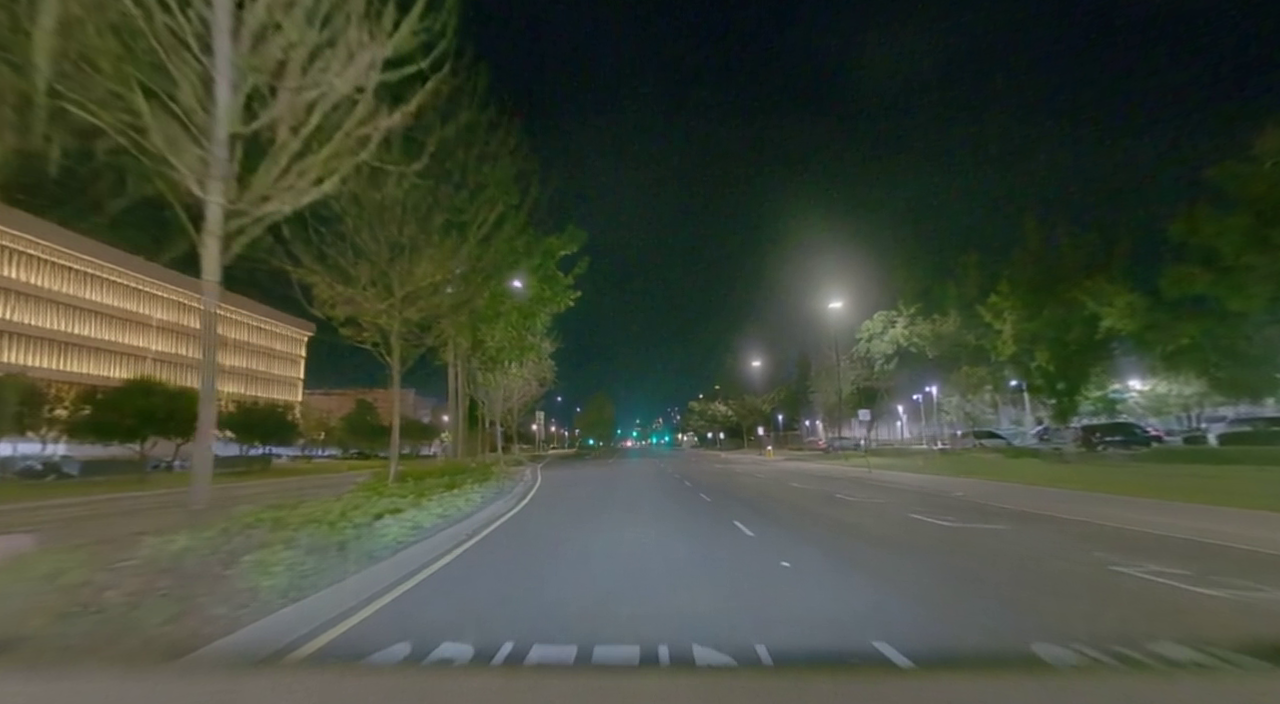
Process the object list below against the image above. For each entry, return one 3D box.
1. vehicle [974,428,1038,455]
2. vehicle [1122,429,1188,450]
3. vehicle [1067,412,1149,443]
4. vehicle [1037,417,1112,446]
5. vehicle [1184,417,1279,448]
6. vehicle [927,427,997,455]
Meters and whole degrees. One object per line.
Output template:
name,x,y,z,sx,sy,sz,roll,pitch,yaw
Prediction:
vehicle,25.768,6.304,44.653,1.874,1.808,4.159,1,-8,-3
vehicle,36.465,6.221,44.850,1.578,1.401,3.547,-2,-8,-2
vehicle,33.498,5.489,45.390,1.914,1.913,4.628,-6,-8,-4
vehicle,31.217,5.789,45.582,2.007,1.782,4.355,-3,-9,-5
vehicle,42.238,5.699,44.525,2.191,2.019,6.051,0,-8,-2
vehicle,22.847,6.333,45.111,2.133,1.853,5.009,1,-8,-3
